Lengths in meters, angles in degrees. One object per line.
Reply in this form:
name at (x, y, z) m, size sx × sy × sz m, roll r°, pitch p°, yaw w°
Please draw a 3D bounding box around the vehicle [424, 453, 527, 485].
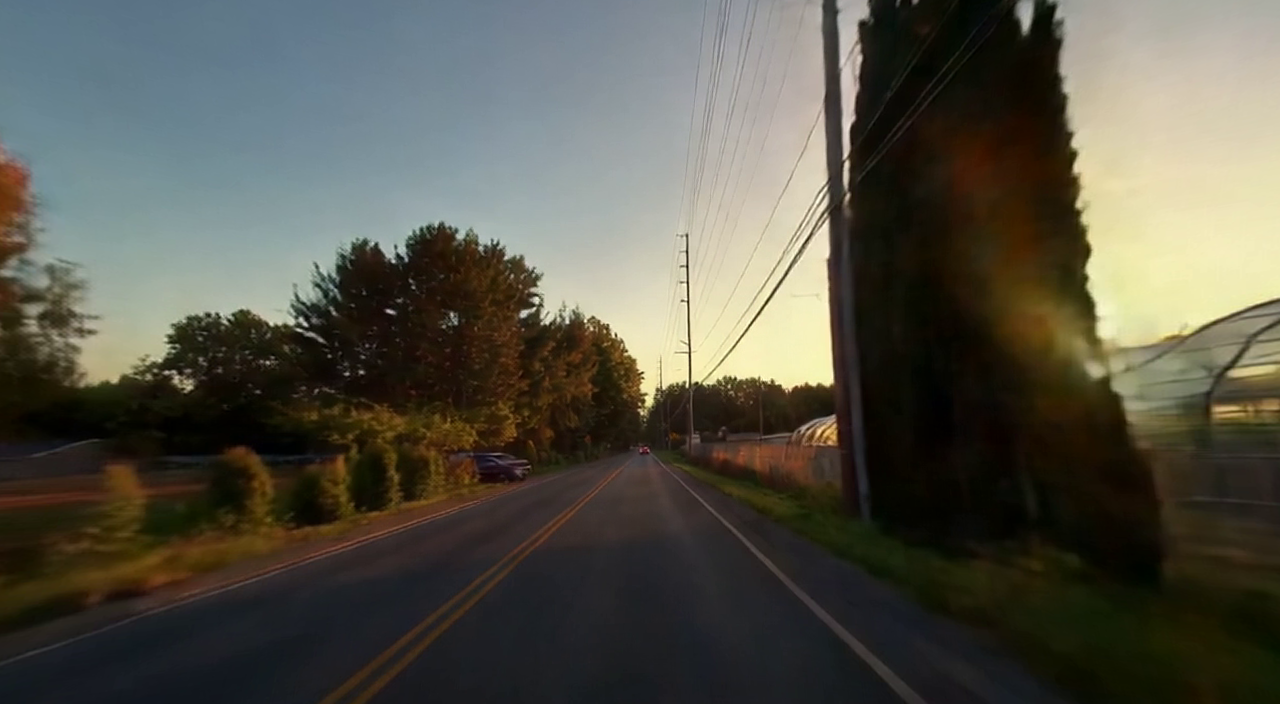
vehicle at (-8.115, 5.816, 31.456) m, size 4.525 × 1.499 × 1.934 m, roll 0°, pitch -8°, yaw 1°
